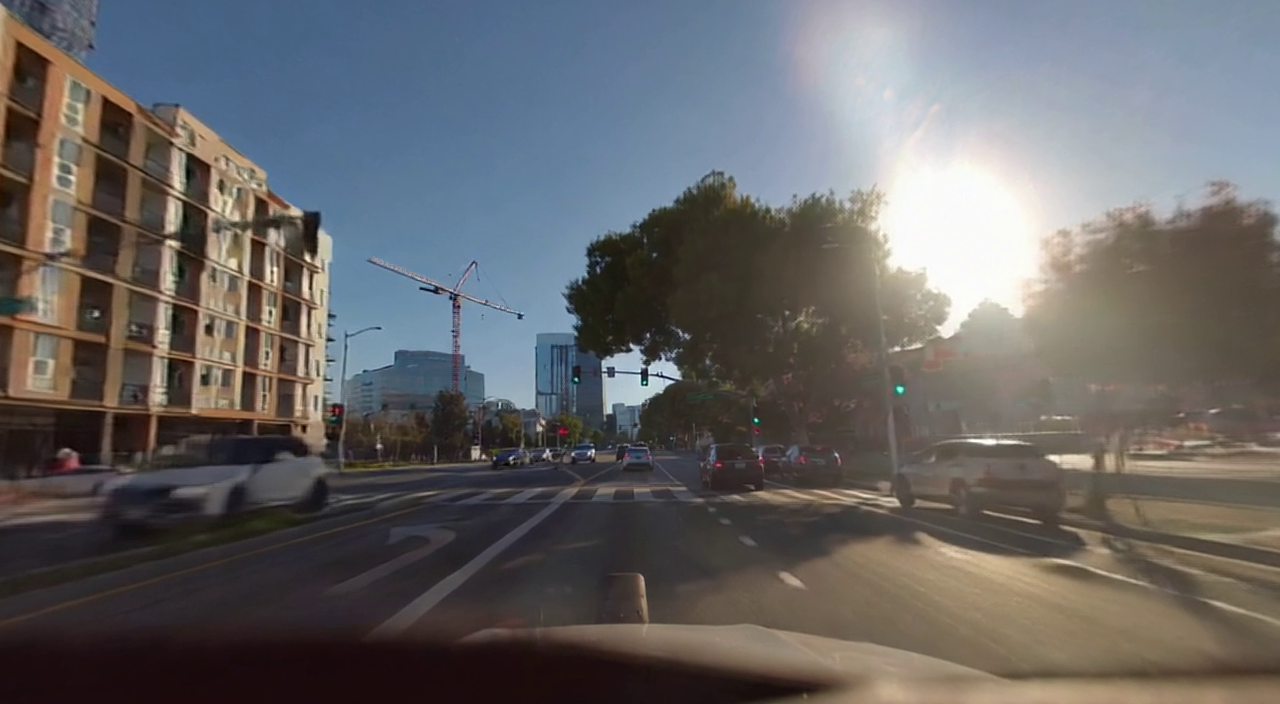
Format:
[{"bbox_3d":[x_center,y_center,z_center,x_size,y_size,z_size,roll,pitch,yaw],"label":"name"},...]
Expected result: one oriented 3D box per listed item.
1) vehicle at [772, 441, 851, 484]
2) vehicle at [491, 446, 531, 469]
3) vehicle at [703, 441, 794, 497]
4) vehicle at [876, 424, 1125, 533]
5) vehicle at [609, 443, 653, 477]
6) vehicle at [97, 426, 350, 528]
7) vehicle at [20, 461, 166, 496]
[{"bbox_3d":[7.292,4.735,27.392,2.031,1.708,4.567,0,-9,-1],"label":"vehicle"},{"bbox_3d":[-8.874,7.274,43.859,1.902,1.503,4.240,0,-9,0],"label":"vehicle"},{"bbox_3d":[3.086,3.417,18.821,1.910,1.474,4.003,0,-9,-1],"label":"vehicle"},{"bbox_3d":[7.217,2.583,13.648,2.125,1.838,5.555,0,-9,0],"label":"vehicle"},{"bbox_3d":[-0.423,5.139,30.289,2.006,1.487,3.535,0,-9,0],"label":"vehicle"},{"bbox_3d":[-8.260,2.498,13.269,2.115,1.723,4.698,0,-9,-1],"label":"vehicle"},{"bbox_3d":[-24.330,5.613,28.253,4.575,1.414,1.895,0,-9,-5],"label":"vehicle"}]
